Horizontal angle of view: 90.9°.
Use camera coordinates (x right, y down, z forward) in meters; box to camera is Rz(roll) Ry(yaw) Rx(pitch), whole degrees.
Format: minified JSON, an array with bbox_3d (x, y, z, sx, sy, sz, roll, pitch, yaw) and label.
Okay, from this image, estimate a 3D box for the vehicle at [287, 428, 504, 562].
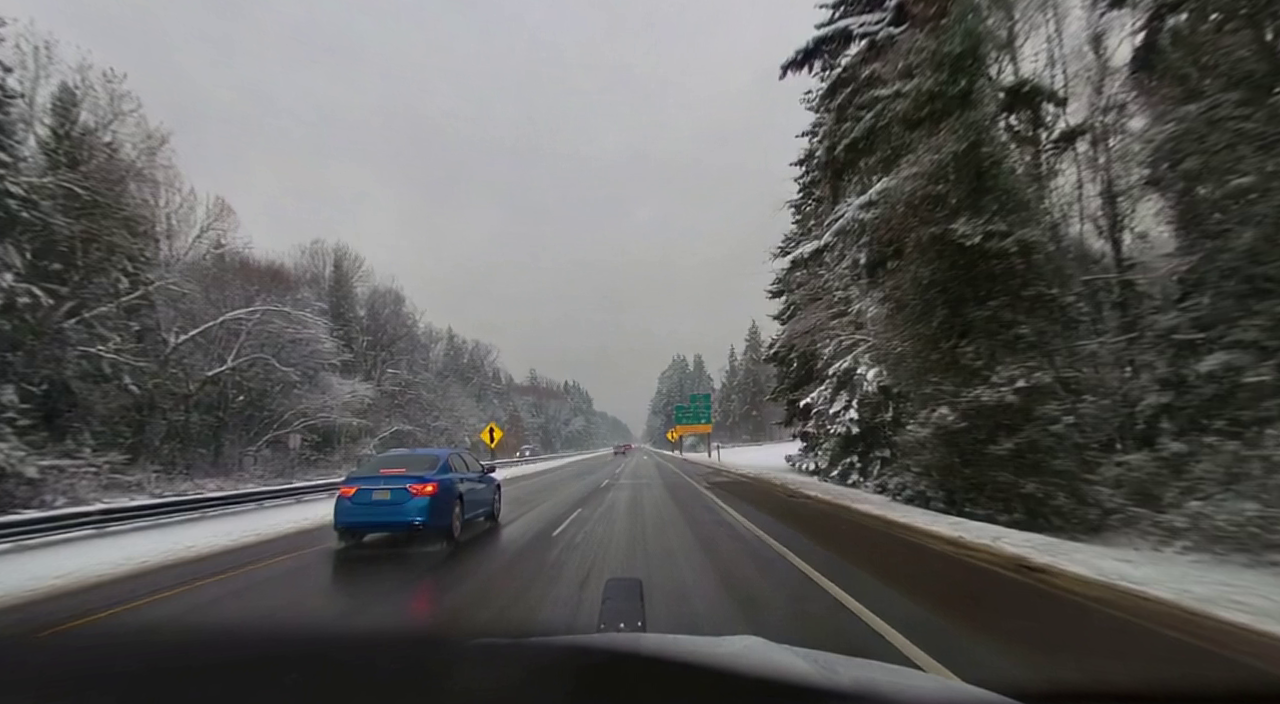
[{"bbox_3d":[-3.231,1.941,9.167,1.675,1.537,3.574,0,-9,1],"label":"vehicle"}]
